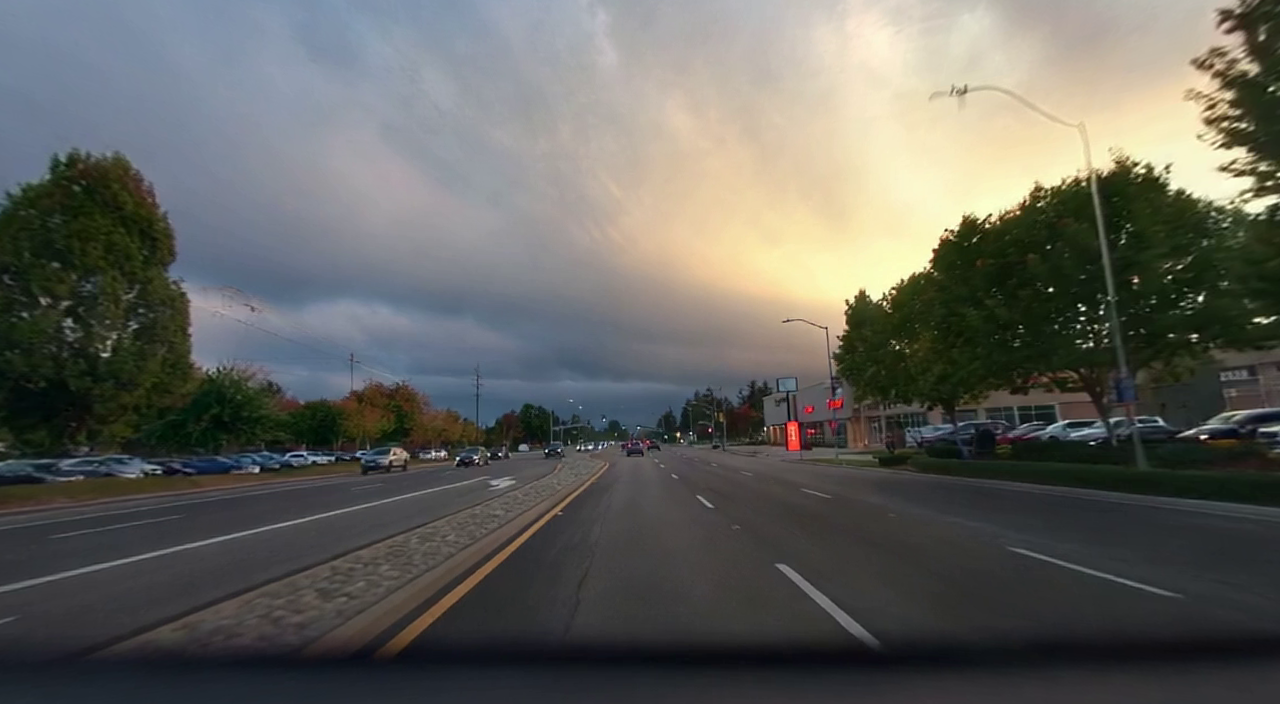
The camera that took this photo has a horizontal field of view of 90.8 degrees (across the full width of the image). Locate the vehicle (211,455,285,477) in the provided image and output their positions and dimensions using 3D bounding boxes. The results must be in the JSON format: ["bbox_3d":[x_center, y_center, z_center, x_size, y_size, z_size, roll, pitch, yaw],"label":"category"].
[{"bbox_3d":[-28.517,8.293,46.084,4.318,1.499,2.021,4,-10,-26],"label":"vehicle"}]

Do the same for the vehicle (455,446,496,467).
[{"bbox_3d":[-12.007,7.647,46.399,1.866,1.518,4.240,0,-9,0],"label":"vehicle"}]

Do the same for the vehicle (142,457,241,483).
[{"bbox_3d":[-28.280,7.436,40.065,4.766,1.489,2.092,5,-10,-27],"label":"vehicle"}]

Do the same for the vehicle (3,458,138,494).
[{"bbox_3d":[-27.777,6.064,31.030,4.495,1.460,1.853,2,-11,-26],"label":"vehicle"}]

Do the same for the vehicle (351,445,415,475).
[{"bbox_3d":[-15.611,6.574,38.673,2.060,1.748,4.384,0,-9,0],"label":"vehicle"}]
